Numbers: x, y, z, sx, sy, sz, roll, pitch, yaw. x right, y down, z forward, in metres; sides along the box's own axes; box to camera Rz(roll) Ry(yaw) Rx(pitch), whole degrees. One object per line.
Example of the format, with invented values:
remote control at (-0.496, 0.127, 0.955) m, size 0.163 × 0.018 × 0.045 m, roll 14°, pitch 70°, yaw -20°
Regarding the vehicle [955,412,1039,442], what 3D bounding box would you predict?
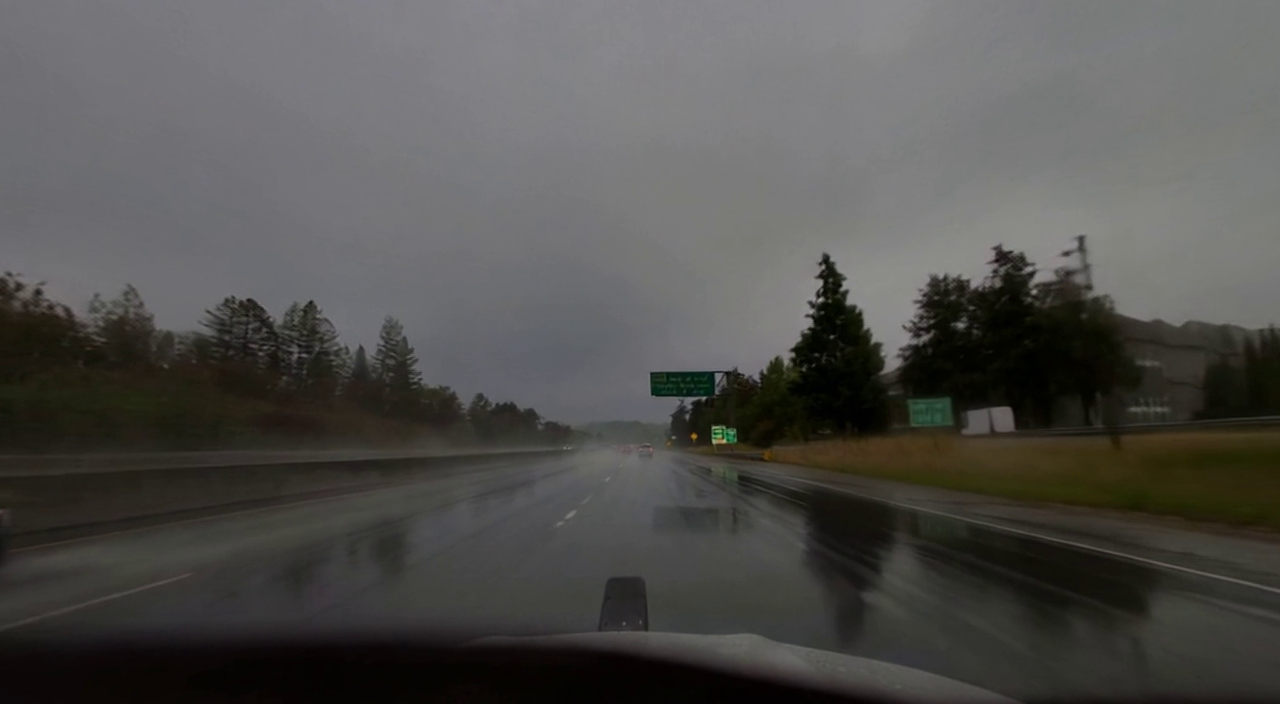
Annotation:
vehicle at (23.543, 5.034, 41.950) m, size 2.268 × 1.833 × 5.691 m, roll 0°, pitch -8°, yaw 0°
